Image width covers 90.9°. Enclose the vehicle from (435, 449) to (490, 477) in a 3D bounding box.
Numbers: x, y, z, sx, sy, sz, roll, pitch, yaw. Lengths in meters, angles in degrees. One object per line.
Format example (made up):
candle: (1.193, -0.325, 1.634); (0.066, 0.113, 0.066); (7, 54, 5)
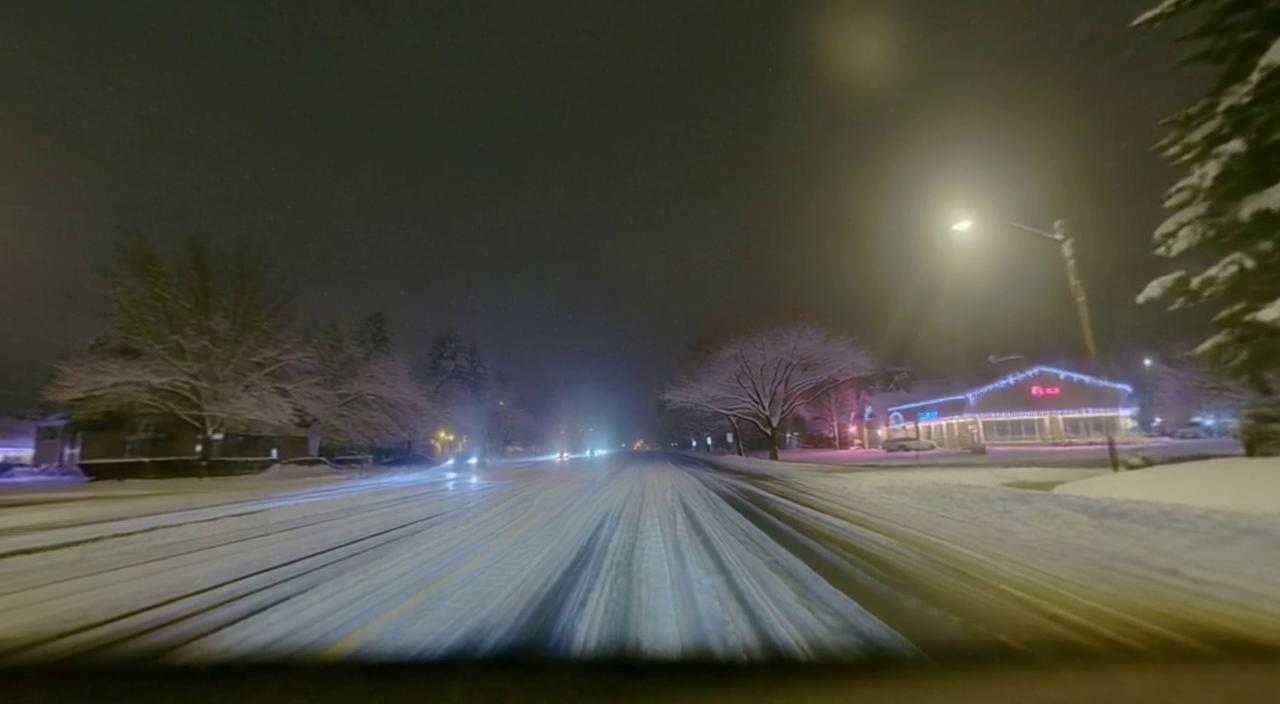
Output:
vehicle: (-11.165, 6.974, 39.927); (2.033, 1.497, 4.567); (-4, -9, 1)
